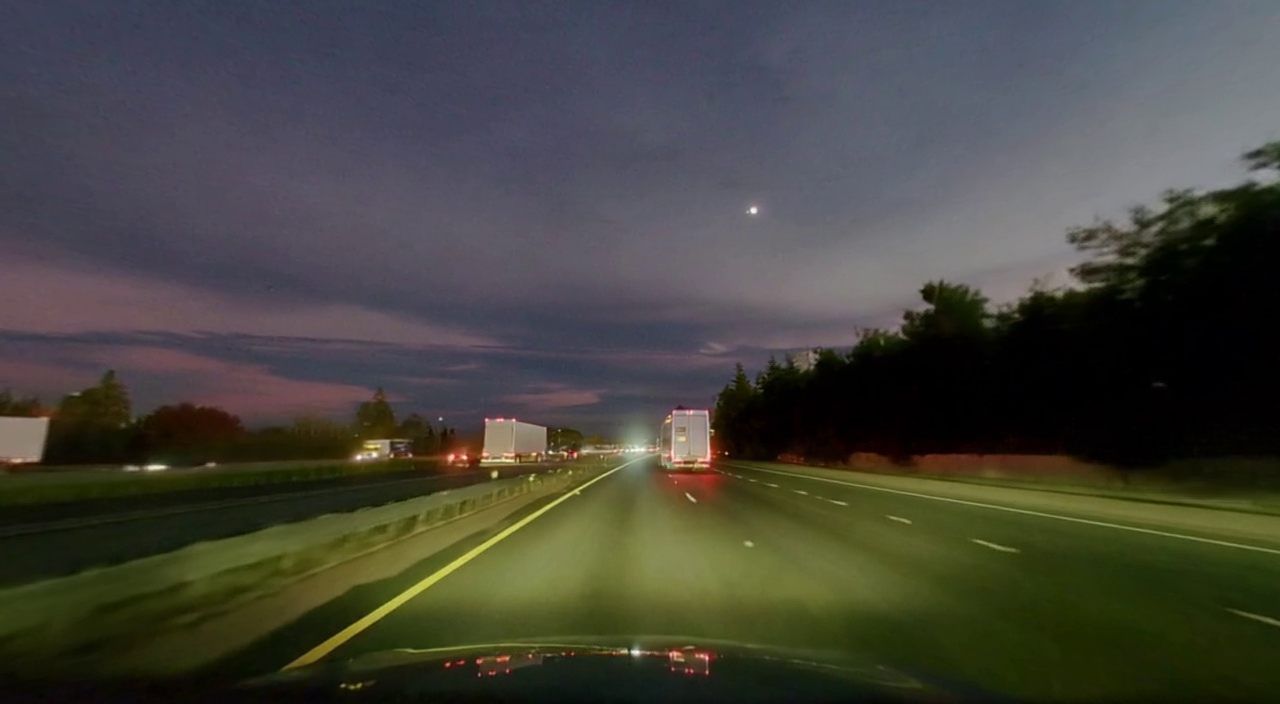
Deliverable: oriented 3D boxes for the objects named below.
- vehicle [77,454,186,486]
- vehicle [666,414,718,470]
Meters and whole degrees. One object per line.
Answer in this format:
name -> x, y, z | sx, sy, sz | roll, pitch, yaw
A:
vehicle -> -24.210, 5.607, 30.263 | 1.728, 1.396, 4.150 | -1, -9, 1
vehicle -> 3.670, 6.980, 48.311 | 2.928, 3.595, 13.975 | 0, -9, 1
